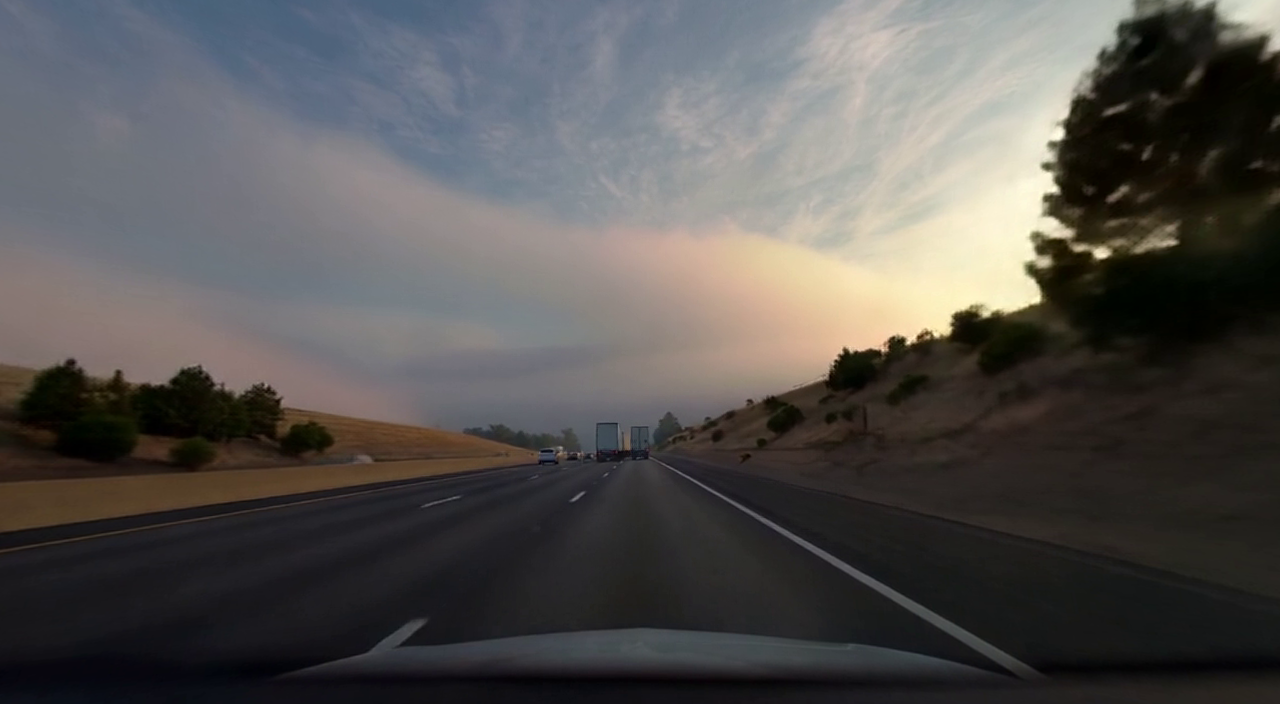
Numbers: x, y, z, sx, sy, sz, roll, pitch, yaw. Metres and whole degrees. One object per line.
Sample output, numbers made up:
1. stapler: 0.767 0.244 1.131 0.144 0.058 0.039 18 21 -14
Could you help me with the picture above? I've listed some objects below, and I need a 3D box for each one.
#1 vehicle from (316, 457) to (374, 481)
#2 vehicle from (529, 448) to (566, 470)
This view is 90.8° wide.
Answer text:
1. vehicle: -19.126 7.576 41.119 1.765 1.433 4.150 0 -9 0
2. vehicle: -6.648 7.779 45.909 2.091 1.527 4.455 0 -9 -1
